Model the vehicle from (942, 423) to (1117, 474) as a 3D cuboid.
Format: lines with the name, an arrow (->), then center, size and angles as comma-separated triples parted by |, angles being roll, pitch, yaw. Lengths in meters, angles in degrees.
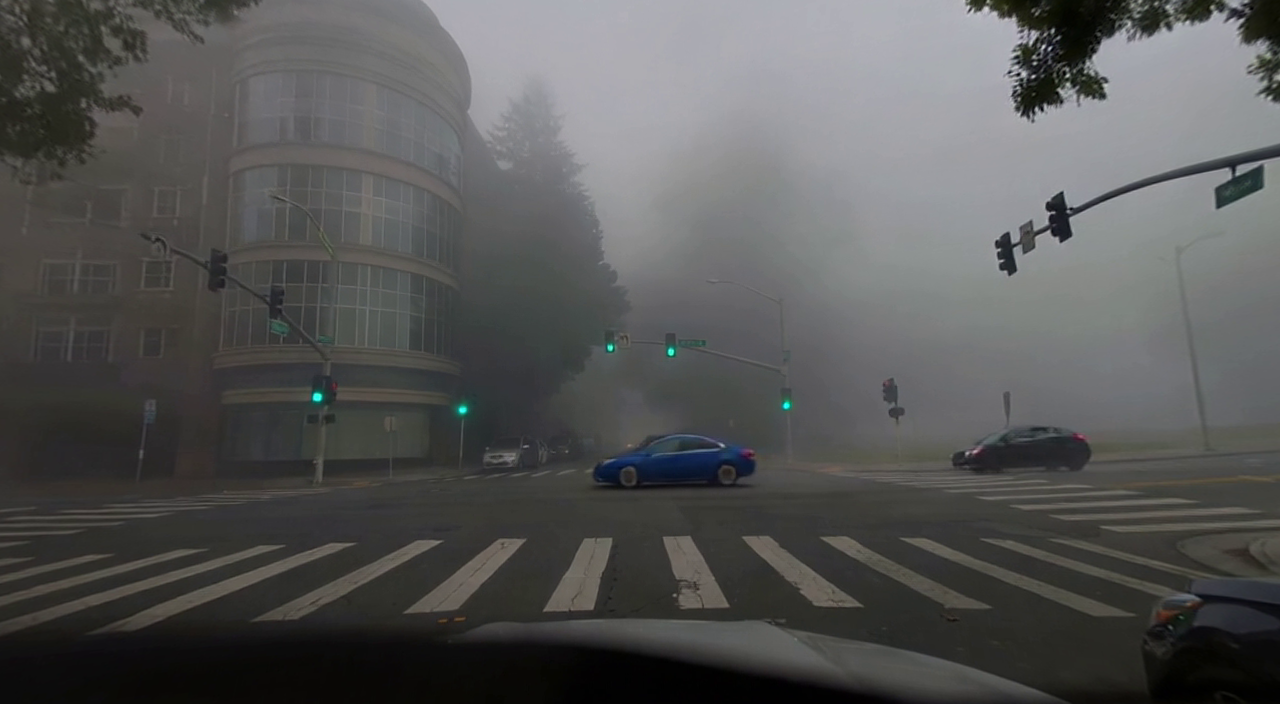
vehicle -> 13.084, 3.296, 21.416 | 4.551, 1.625, 2.053 | -2, -8, 10

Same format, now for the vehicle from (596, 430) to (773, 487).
vehicle -> 1.160, 2.924, 17.396 | 4.613, 1.443, 1.883 | 0, -8, 1

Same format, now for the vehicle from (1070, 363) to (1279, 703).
vehicle -> 2.892, 0.669, 0.829 | 1.947, 1.576, 3.825 | 0, -8, 1

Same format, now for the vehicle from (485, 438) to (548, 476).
vehicle -> -5.954, 5.100, 30.770 | 2.115, 1.690, 4.322 | 0, -8, 1
